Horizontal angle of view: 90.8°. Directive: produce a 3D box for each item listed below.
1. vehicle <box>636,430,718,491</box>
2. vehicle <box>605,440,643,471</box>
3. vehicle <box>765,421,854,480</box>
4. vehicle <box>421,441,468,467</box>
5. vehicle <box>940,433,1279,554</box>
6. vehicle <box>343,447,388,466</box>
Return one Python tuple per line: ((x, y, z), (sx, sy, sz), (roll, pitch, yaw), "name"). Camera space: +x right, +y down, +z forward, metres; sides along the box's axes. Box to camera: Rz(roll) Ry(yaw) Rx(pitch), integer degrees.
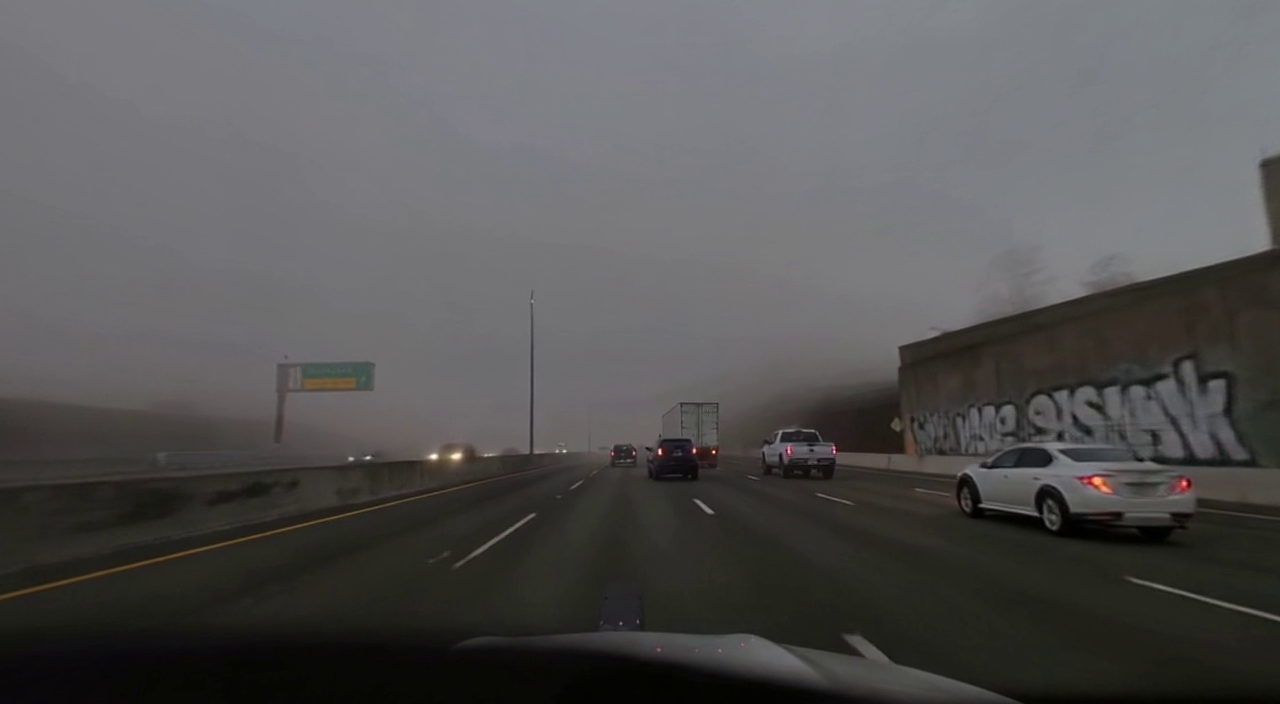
((1.113, 3.706, 21.923), (2.249, 1.843, 5.176), (0, -9, -3), "vehicle")
((-0.905, 5.936, 36.251), (2.073, 1.640, 3.990), (0, -9, -1), "vehicle")
((7.522, 4.489, 28.927), (2.322, 2.360, 6.433), (0, -9, 0), "vehicle")
((-10.825, 5.668, 35.189), (1.610, 1.395, 3.344), (0, -9, -1), "vehicle")
((6.994, 2.108, 10.201), (1.915, 1.476, 4.677), (0, -9, -1), "vehicle")
((-21.351, 8.140, 49.278), (1.816, 1.433, 3.861), (0, -9, -1), "vehicle")
